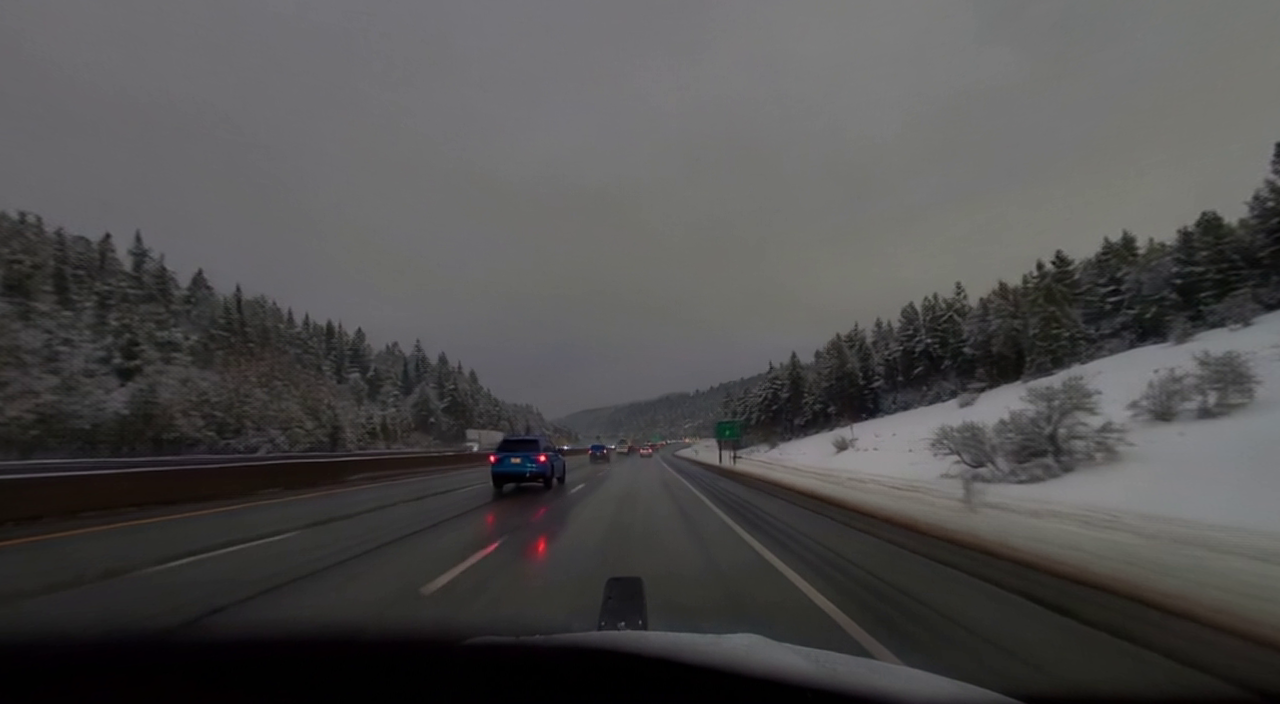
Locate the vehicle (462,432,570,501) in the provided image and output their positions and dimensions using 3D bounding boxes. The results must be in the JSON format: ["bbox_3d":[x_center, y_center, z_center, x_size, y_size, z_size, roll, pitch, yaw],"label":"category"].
[{"bbox_3d":[-3.405,3.232,18.280,2.138,1.718,4.415,-1,-8,1],"label":"vehicle"}]
